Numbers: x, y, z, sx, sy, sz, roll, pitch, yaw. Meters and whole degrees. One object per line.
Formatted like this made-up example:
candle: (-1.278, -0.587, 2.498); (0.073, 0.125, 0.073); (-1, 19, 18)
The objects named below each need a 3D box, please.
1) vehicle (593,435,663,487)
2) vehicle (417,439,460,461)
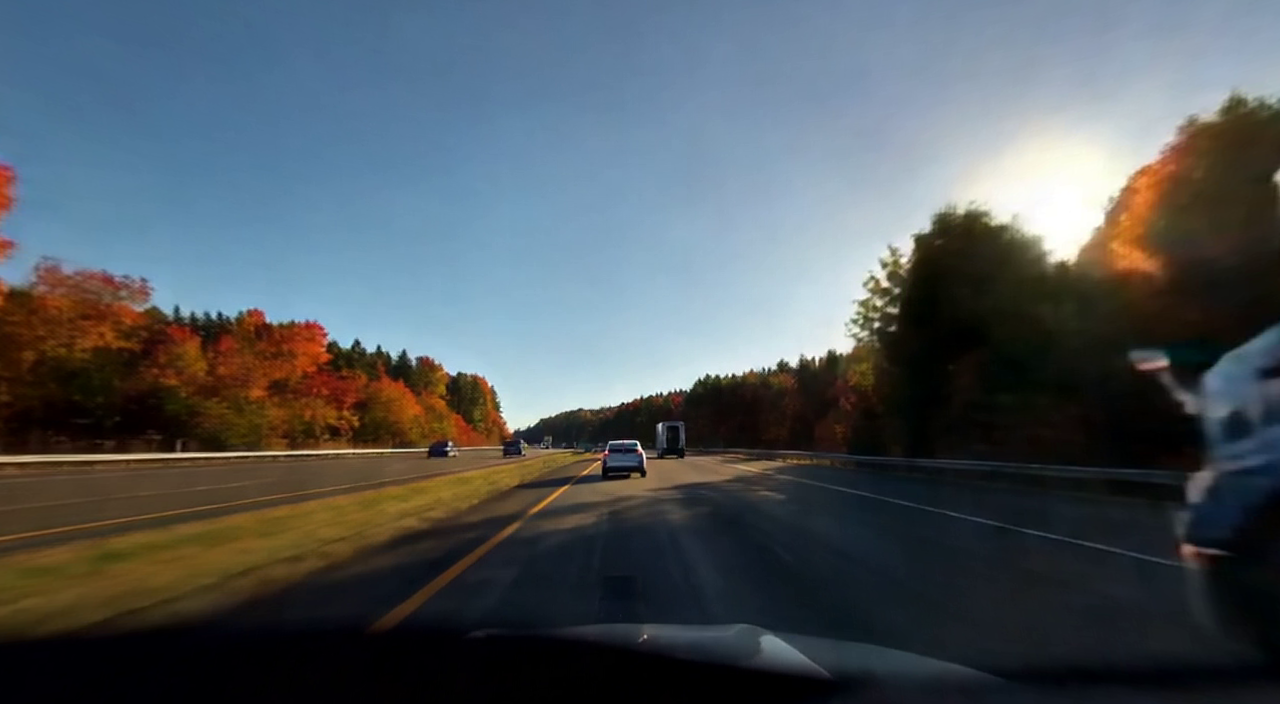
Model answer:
vehicle: (-0.397, 3.590, 20.861); (2.099, 1.506, 4.097); (0, -9, -1)
vehicle: (-14.489, 7.055, 45.228); (1.847, 1.502, 3.929); (0, -9, -1)
